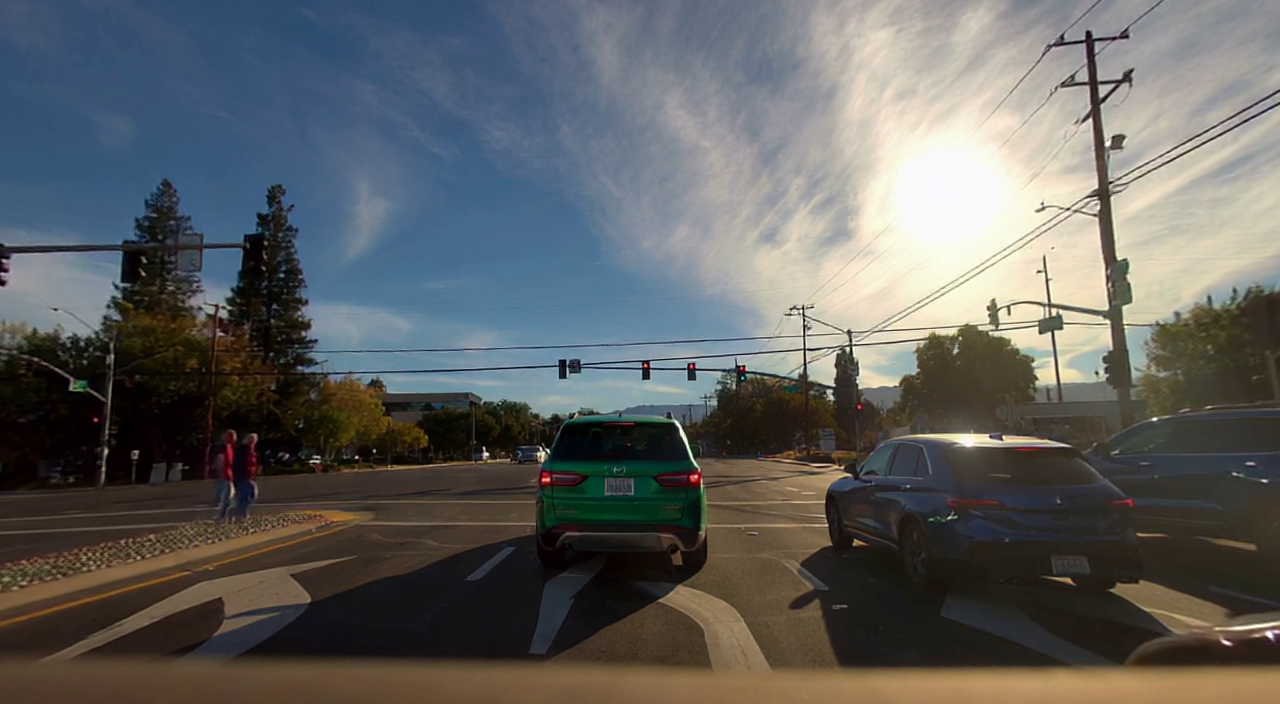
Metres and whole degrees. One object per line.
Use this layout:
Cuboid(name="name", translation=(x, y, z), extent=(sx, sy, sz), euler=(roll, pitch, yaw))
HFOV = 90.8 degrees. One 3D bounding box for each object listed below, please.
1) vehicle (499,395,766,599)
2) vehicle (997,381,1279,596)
Cuboid(name="vehicle", translation=(-0.102, 1.561, 7.634), extent=(2.285, 1.729, 4.252), euler=(0, -9, -1))
Cuboid(name="vehicle", translation=(6.572, 1.441, 7.242), extent=(2.119, 1.827, 4.806), euler=(0, -9, 0))
